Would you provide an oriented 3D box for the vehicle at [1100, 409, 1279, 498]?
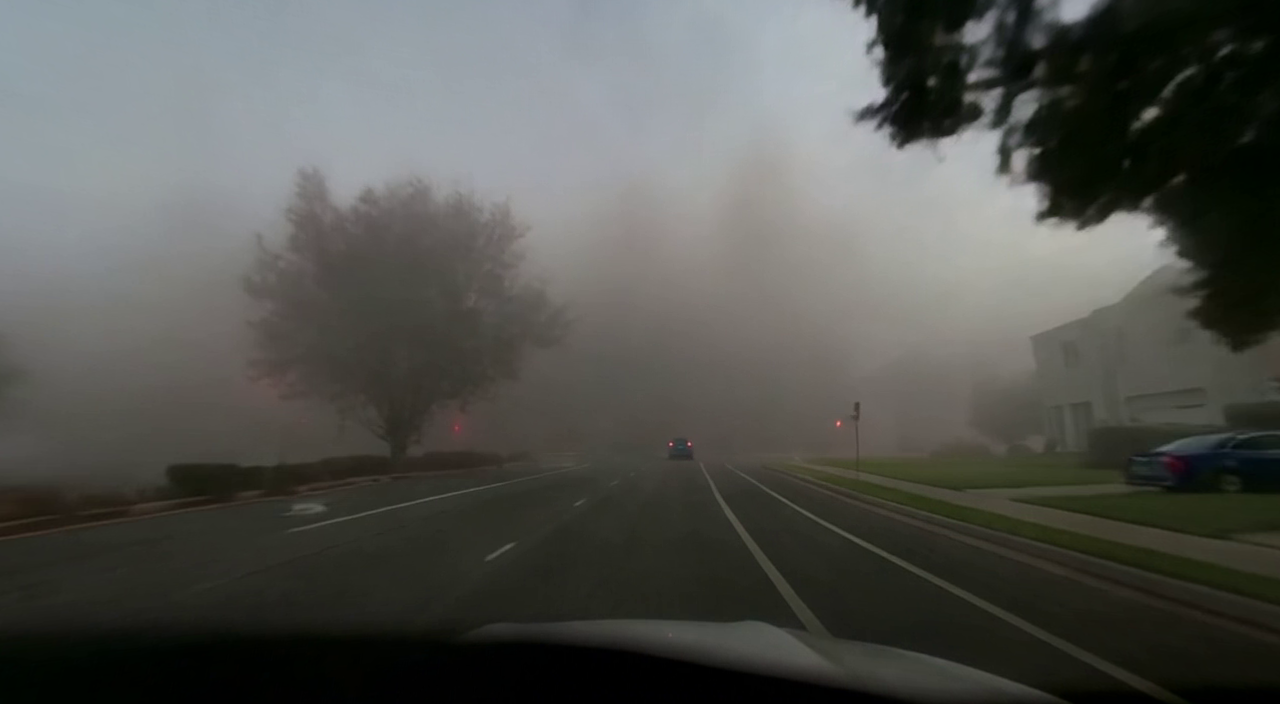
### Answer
[{"bbox_3d":[11.785,1.899,11.930,4.544,1.535,1.921,-1,-8,4],"label":"vehicle"}]
